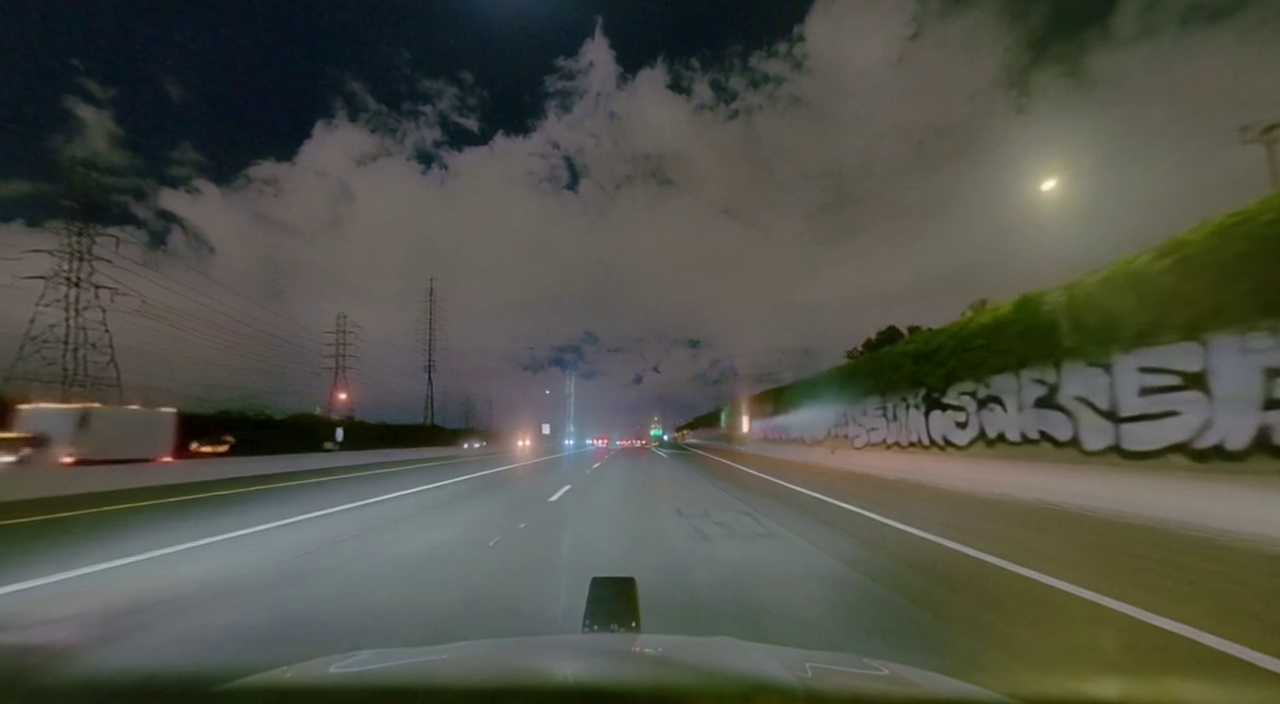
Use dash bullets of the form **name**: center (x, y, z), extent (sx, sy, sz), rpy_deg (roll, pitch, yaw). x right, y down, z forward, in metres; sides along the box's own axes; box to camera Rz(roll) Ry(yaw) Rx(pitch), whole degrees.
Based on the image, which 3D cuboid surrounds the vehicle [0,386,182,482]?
- **vehicle**: center (-22.851, 3.044, 23.286), extent (2.898, 3.171, 12.148), rpy_deg (0, -8, -1)
